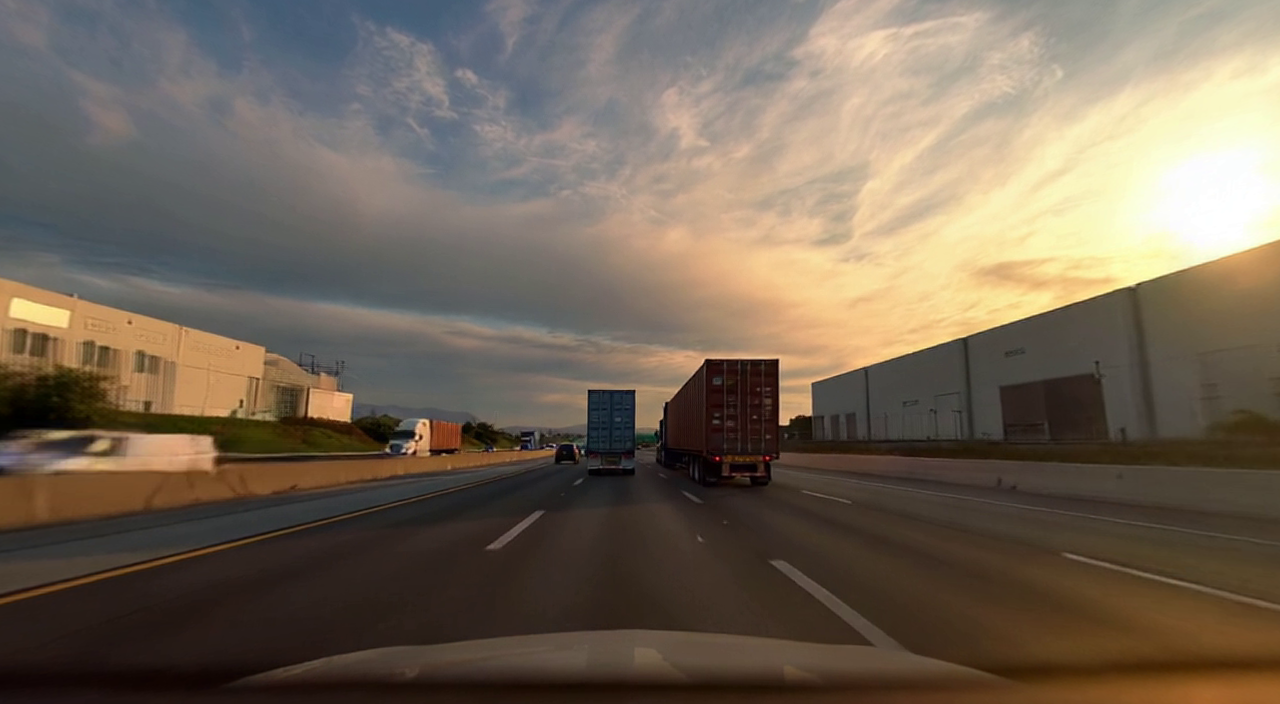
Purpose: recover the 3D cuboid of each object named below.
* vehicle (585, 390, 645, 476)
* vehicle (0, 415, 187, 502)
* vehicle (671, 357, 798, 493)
[{"bbox_3d":[-1.319,4.782,36.408,2.841,4.071,12.046,0,-8,-1],"label":"vehicle"},{"bbox_3d":[-12.725,2.335,14.069,1.968,1.601,4.575,0,-9,-1],"label":"vehicle"},{"bbox_3d":[3.150,3.125,25.414,2.803,4.072,12.744,0,-9,-1],"label":"vehicle"}]
